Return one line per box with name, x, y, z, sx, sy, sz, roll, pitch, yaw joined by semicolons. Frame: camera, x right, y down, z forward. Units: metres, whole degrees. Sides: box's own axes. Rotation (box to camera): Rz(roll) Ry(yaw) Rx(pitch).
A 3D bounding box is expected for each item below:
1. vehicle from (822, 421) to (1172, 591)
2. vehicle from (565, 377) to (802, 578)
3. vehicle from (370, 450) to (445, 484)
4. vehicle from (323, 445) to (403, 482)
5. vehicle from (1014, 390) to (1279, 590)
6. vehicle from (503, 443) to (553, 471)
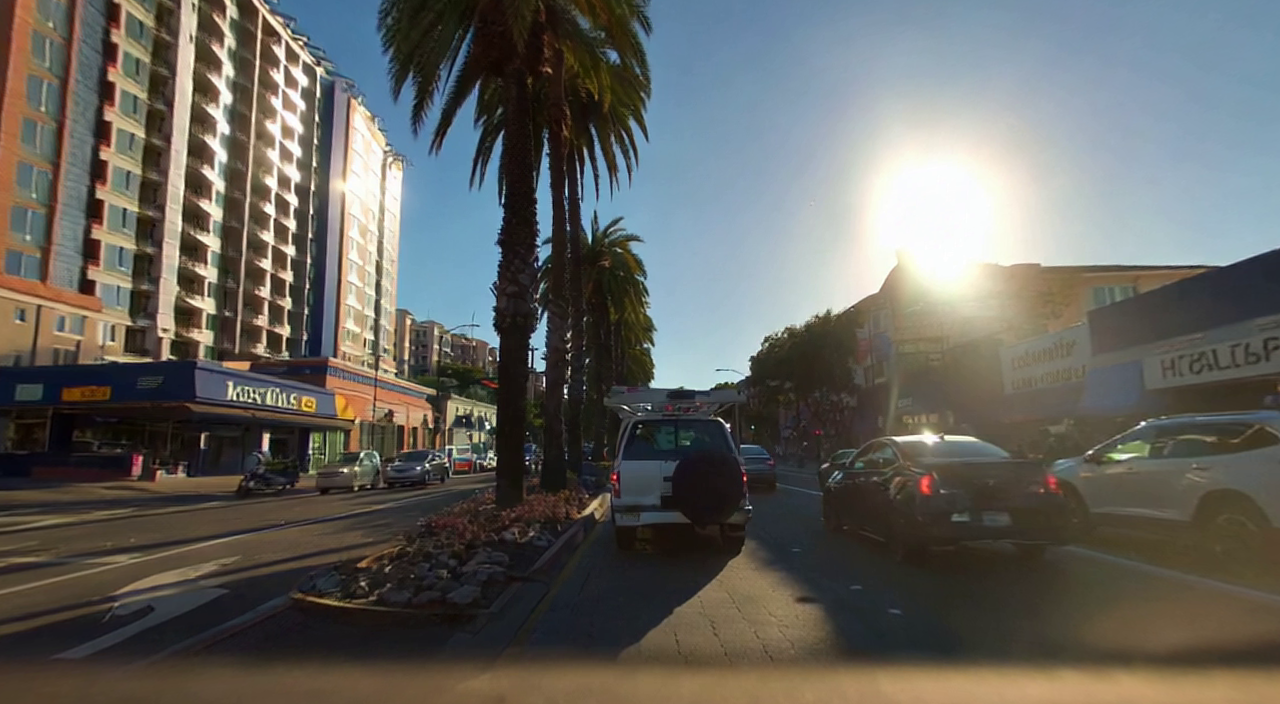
vehicle;3.982;1.773;8.092;2.072;1.595;4.124;0;-9;1
vehicle;0.507;1.731;9.454;2.487;2.115;5.444;0;-9;1
vehicle;-11.337;5.613;31.127;2.031;1.534;4.079;-1;-9;2
vehicle;-14.810;5.971;34.075;2.061;1.804;4.671;-1;-9;2
vehicle;7.476;1.624;7.935;2.215;1.973;5.323;0;-9;0
vehicle;-7.476;7.052;42.506;2.268;1.733;4.821;-1;-9;3
